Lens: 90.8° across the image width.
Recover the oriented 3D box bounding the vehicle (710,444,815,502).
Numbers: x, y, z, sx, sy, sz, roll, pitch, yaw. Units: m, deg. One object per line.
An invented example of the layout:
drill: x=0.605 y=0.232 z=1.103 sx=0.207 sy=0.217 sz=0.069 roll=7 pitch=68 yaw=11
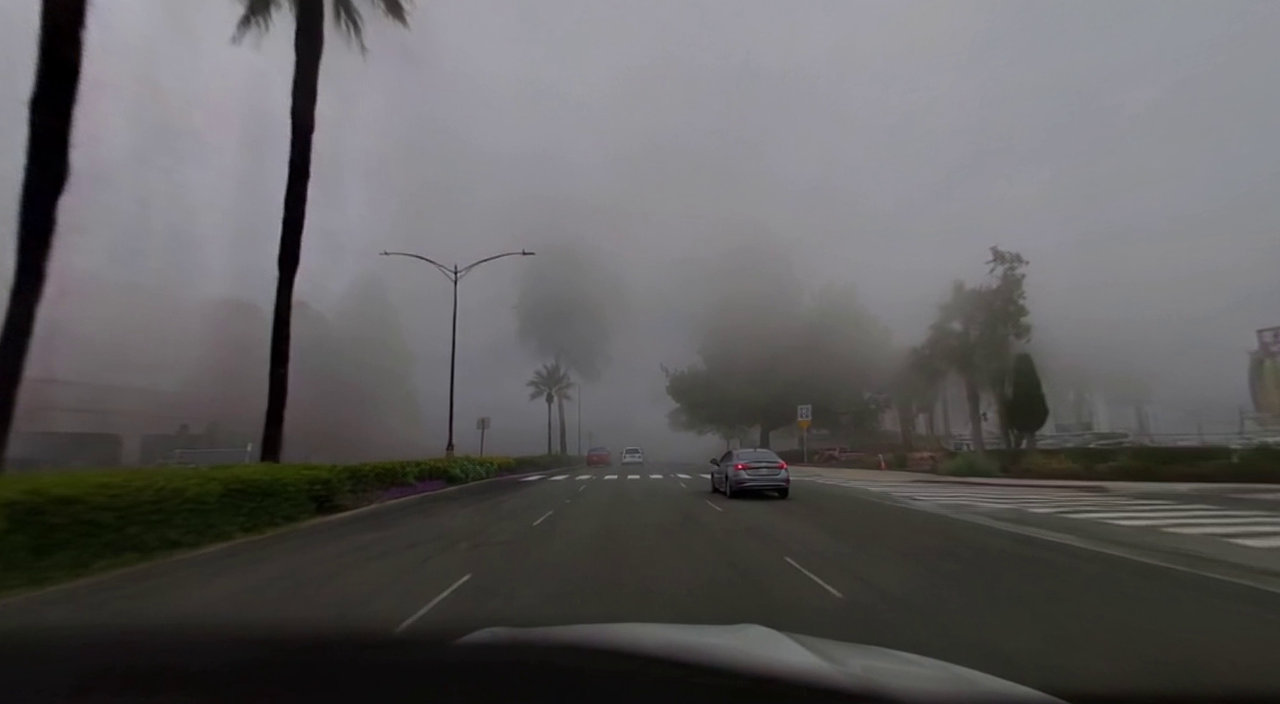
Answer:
vehicle: x=3.465 y=3.508 z=18.873 sx=2.090 sy=1.503 sz=4.566 roll=0 pitch=-9 yaw=-2

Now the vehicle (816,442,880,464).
vehicle: x=15.746 y=7.700 z=48.014 sx=4.091 sy=1.605 sz=2.017 roll=0 pitch=-9 yaw=-1
